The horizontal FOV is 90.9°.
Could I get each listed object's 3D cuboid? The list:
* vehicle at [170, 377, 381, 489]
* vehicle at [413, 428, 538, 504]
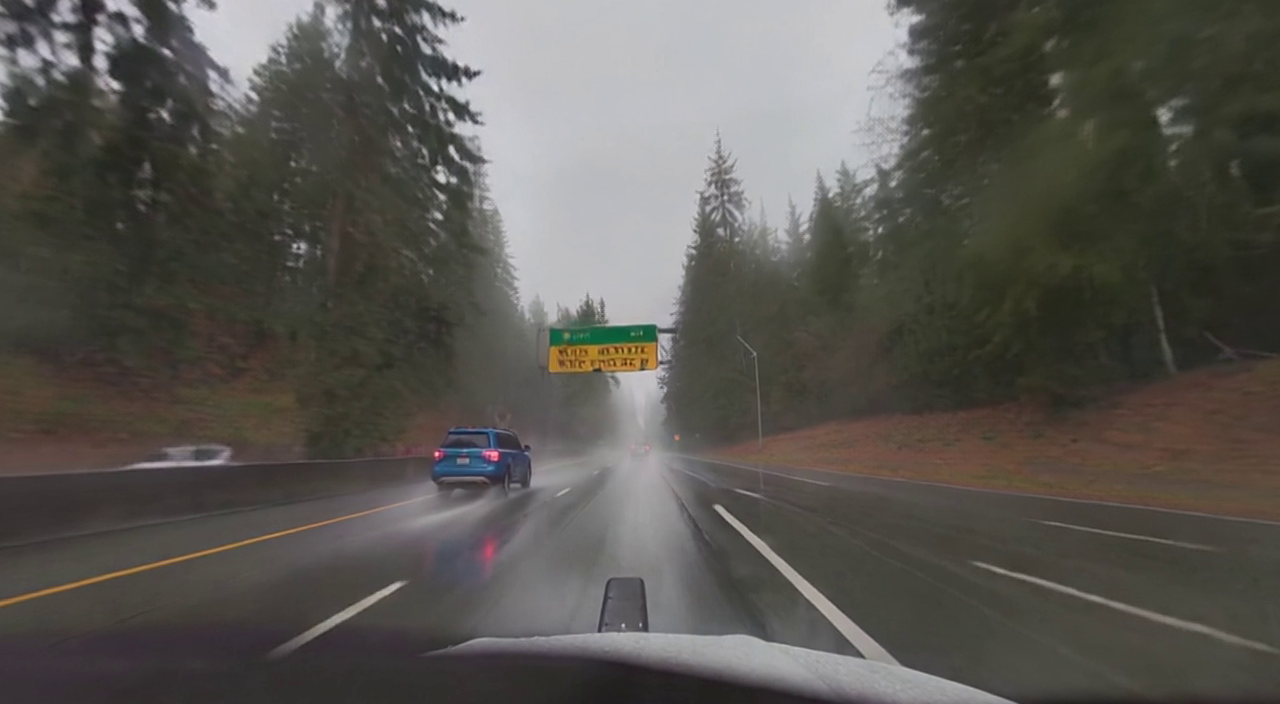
[{"bbox_3d":[-13.906,3.318,25.408,2.890,3.689,9.038,-1,-8,1],"label":"vehicle"},{"bbox_3d":[-4.212,2.999,17.038,2.084,1.752,4.479,-1,-8,1],"label":"vehicle"}]
